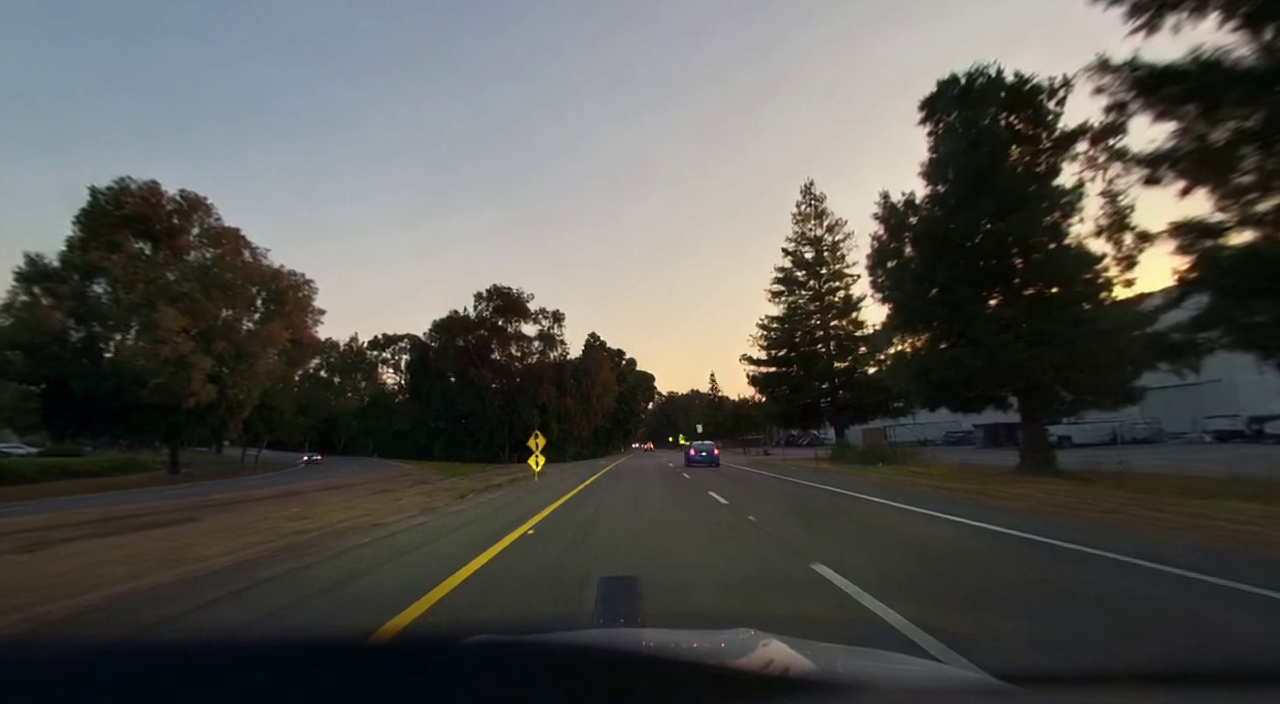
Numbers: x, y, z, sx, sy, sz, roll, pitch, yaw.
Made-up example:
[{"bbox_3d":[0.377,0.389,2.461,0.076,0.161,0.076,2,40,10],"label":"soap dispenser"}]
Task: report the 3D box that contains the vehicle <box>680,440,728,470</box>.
[{"bbox_3d":[3.467,5.693,34.794,2.079,1.531,3.997,0,-8,-2],"label":"vehicle"}]
